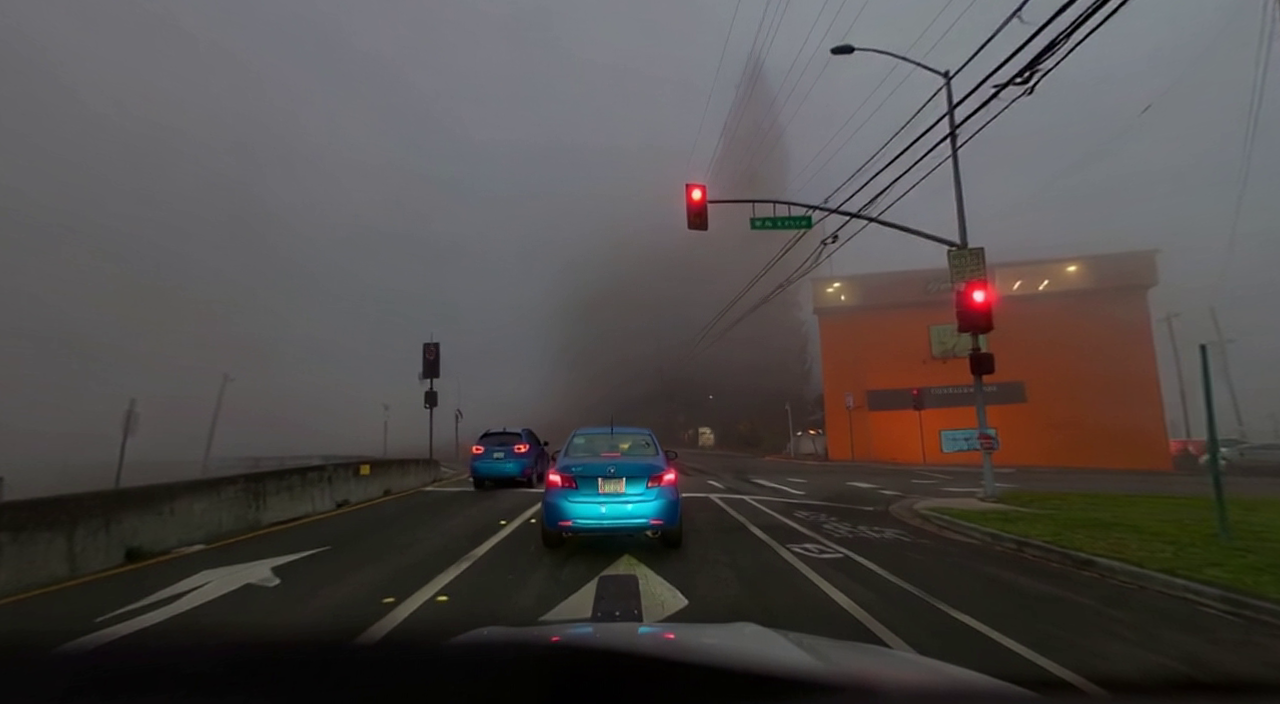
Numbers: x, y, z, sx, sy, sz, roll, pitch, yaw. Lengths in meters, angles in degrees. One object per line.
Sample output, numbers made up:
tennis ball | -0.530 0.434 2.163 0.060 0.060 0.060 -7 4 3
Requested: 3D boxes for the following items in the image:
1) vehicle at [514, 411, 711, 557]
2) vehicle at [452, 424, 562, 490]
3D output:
vehicle | -0.294 1.685 8.721 2.123 1.566 3.662 0 -8 0
vehicle | -3.485 2.821 17.389 2.097 1.573 4.284 0 -8 0
